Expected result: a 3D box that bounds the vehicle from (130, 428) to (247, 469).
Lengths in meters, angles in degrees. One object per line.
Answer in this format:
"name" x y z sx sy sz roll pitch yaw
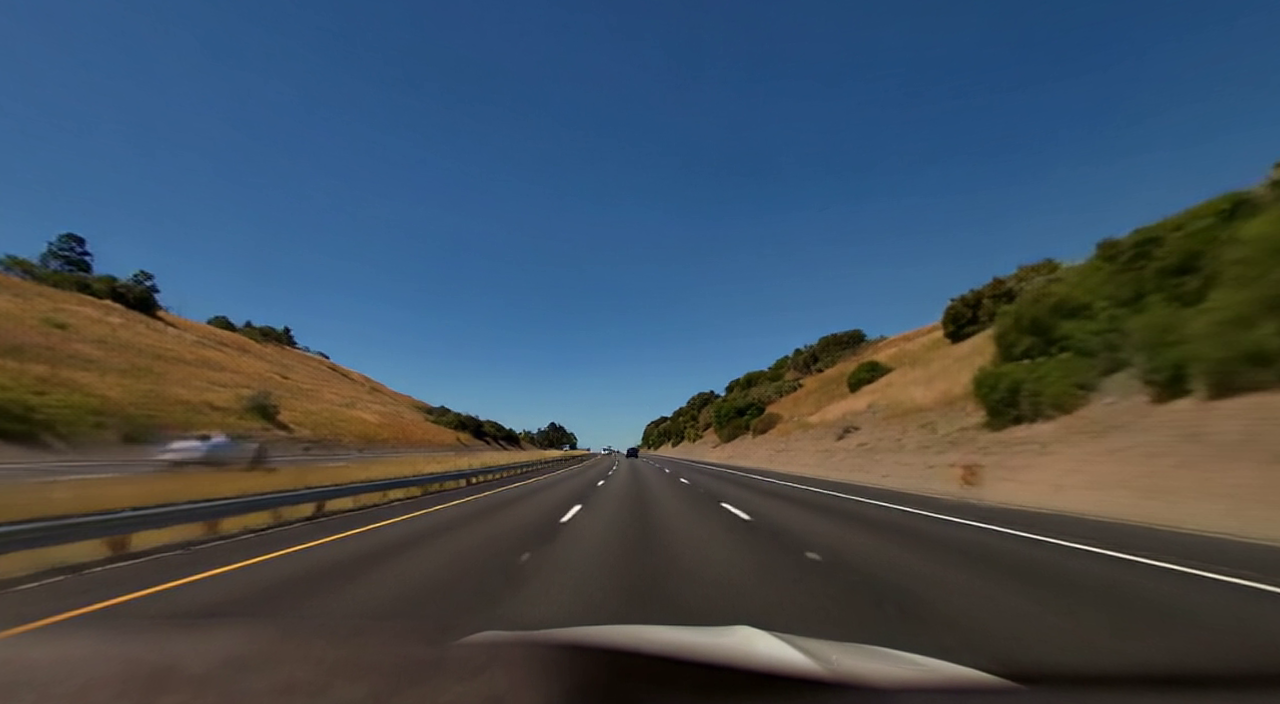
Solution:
"vehicle" -18.220 3.951 25.700 1.809 1.502 4.012 0 -9 -1
